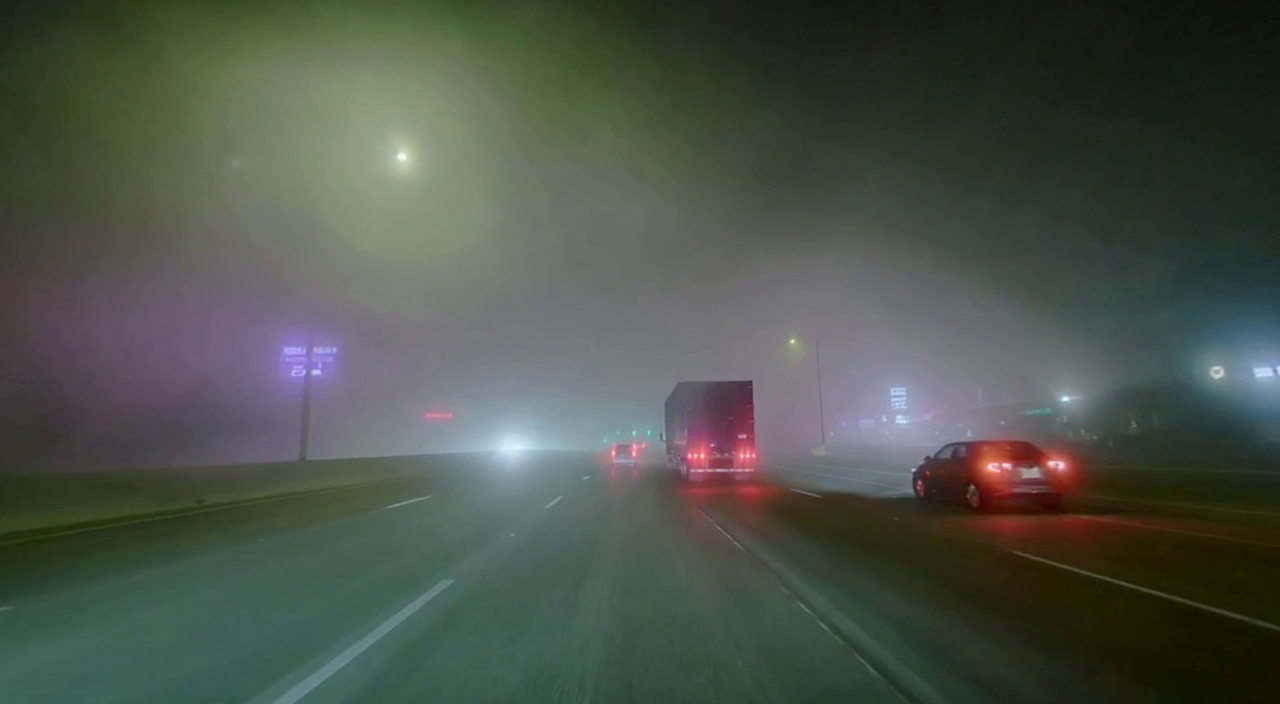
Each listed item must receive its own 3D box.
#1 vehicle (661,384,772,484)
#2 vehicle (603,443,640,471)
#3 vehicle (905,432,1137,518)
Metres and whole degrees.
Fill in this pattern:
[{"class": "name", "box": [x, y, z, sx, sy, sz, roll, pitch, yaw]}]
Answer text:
[{"class": "vehicle", "box": [2.746, 3.538, 26.646, 2.934, 3.325, 10.986, 0, -9, -2]}, {"class": "vehicle", "box": [-0.979, 5.758, 34.784, 1.929, 1.395, 3.999, 0, -9, -1]}, {"class": "vehicle", "box": [7.764, 2.537, 13.580, 2.105, 1.494, 4.537, 0, -9, 0]}]
